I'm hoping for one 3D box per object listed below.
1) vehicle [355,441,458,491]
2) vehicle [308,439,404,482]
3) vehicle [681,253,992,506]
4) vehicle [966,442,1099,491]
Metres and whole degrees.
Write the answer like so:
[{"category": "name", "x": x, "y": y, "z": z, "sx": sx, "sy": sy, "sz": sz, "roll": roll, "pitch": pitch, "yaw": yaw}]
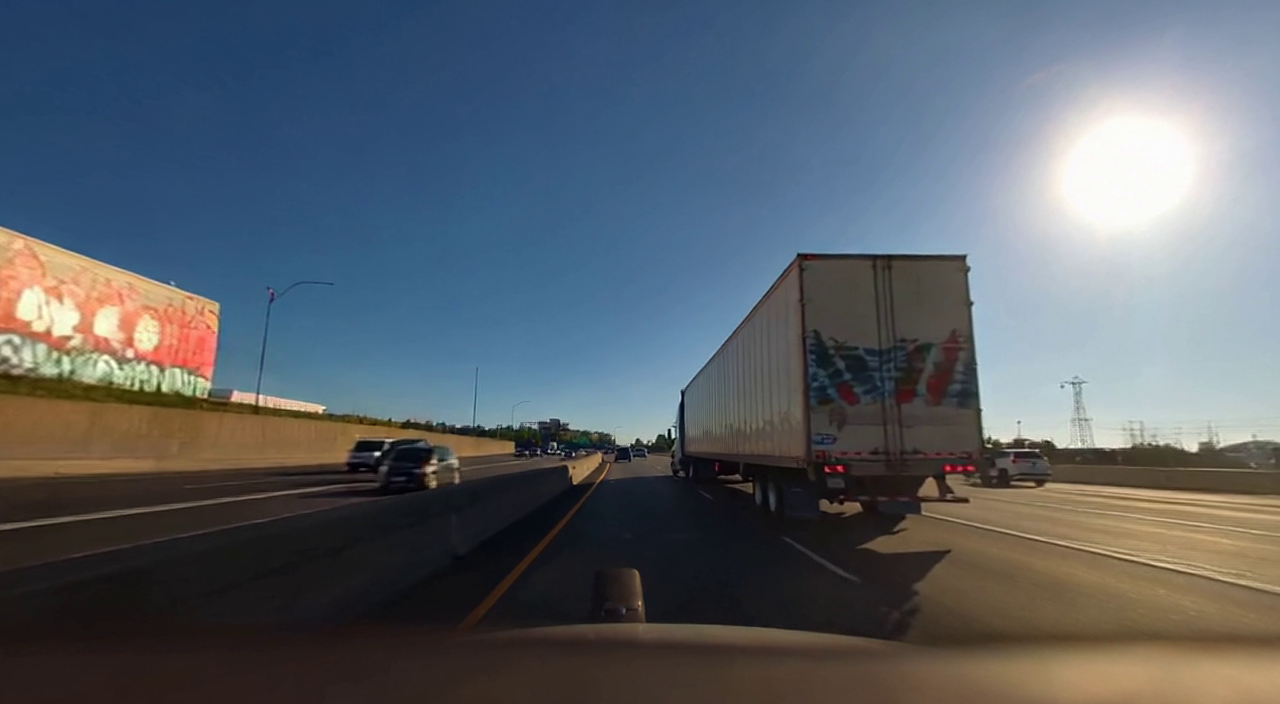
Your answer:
[{"category": "vehicle", "x": -7.879, "y": 3.880, "z": 21.649, "sx": 1.912, "sy": 1.501, "sz": 4.414, "roll": 0, "pitch": -9, "yaw": -1}, {"category": "vehicle", "x": -11.623, "y": 4.461, "z": 26.000, "sx": 1.993, "sy": 1.622, "sz": 4.248, "roll": 0, "pitch": -9, "yaw": -1}, {"category": "vehicle", "x": 3.855, "y": 1.790, "z": 19.471, "sx": 3.317, "sy": 4.314, "sz": 17.803, "roll": 0, "pitch": -9, "yaw": -2}, {"category": "vehicle", "x": 14.609, "y": 4.254, "z": 23.685, "sx": 2.107, "sy": 1.648, "sz": 4.324, "roll": 0, "pitch": -9, "yaw": -1}]
